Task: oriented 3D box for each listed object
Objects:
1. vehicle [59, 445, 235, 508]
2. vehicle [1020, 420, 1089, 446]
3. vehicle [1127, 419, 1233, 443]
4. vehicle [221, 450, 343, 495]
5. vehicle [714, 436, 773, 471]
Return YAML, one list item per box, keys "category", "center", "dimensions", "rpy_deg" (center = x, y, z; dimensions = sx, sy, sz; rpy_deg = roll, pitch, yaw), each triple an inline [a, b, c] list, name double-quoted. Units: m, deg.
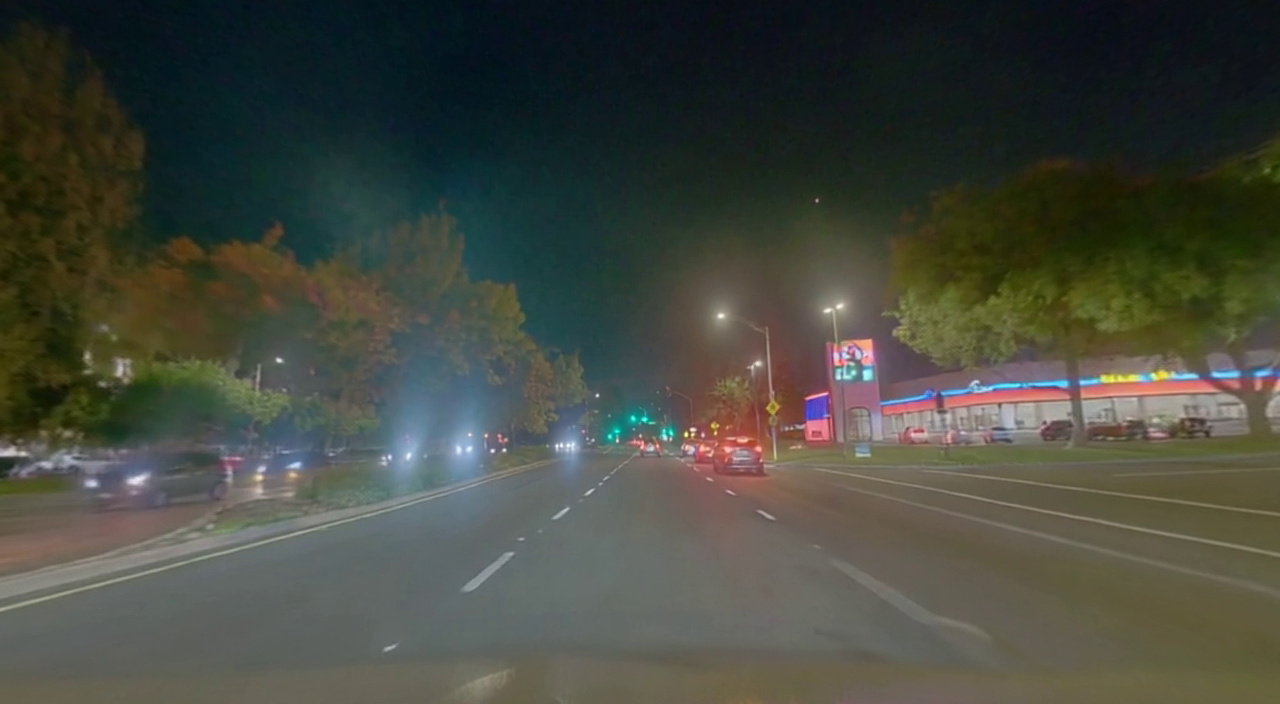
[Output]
- category: "vehicle"
  center: [-16.679, 4.166, 21.769]
  dimensions: [2.072, 1.862, 4.948]
  rpy_deg: [0, -8, 0]
- category: "vehicle"
  center: [29.486, 5.780, 45.063]
  dimensions: [1.811, 1.664, 5.065]
  rpy_deg: [-3, -7, 5]
- category: "vehicle"
  center: [33.193, 4.881, 38.856]
  dimensions: [4.540, 1.446, 1.919]
  rpy_deg: [-1, -8, 6]
- category: "vehicle"
  center: [-13.167, 4.409, 23.552]
  dimensions: [1.847, 1.424, 4.521]
  rpy_deg: [0, -8, 1]
- category: "vehicle"
  center: [4.614, 4.568, 28.658]
  dimensions: [1.913, 1.463, 4.198]
  rpy_deg: [0, -8, -1]
